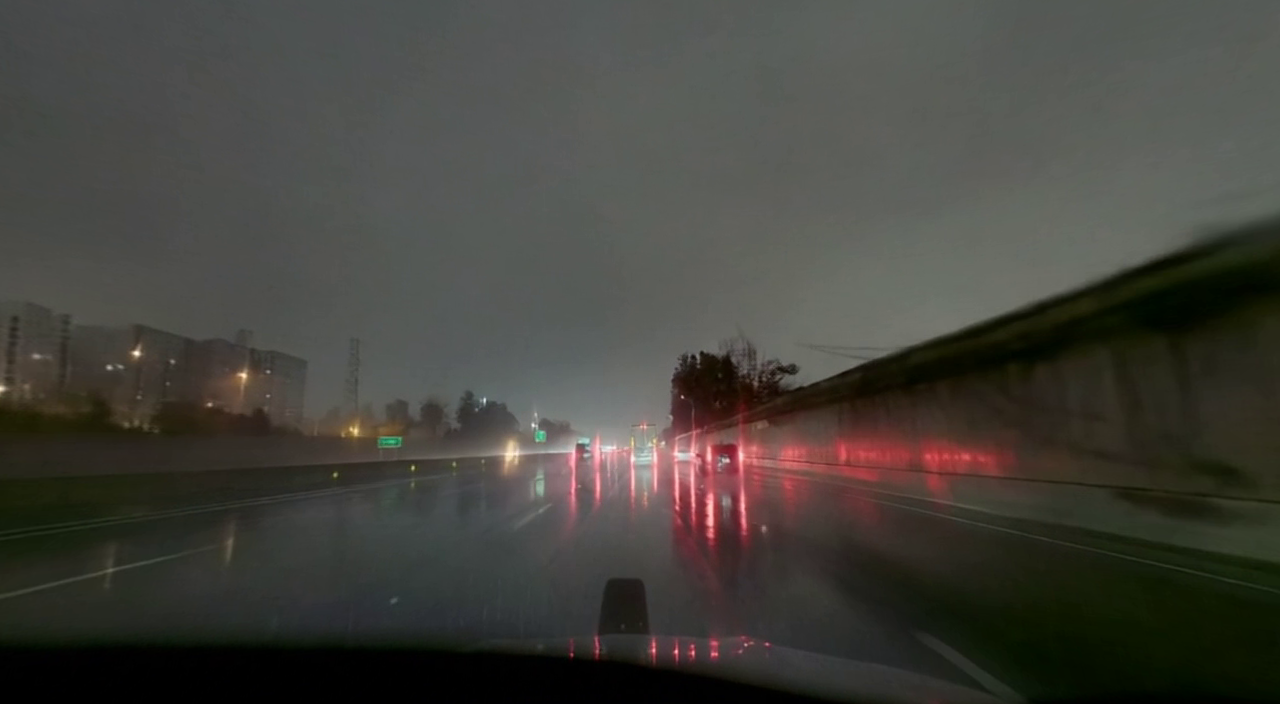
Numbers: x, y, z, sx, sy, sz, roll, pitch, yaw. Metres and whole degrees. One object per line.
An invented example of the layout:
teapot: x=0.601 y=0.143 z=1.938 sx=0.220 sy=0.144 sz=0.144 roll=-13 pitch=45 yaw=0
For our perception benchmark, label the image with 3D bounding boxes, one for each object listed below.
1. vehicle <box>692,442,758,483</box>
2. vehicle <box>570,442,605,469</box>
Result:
vehicle: x=3.428 y=4.563 z=26.238 sx=1.973 sy=1.536 sz=4.337 roll=0 pitch=-9 yaw=-2
vehicle: x=-3.611 y=7.255 z=44.296 sx=2.014 sy=1.811 sz=4.369 roll=0 pitch=-9 yaw=1
